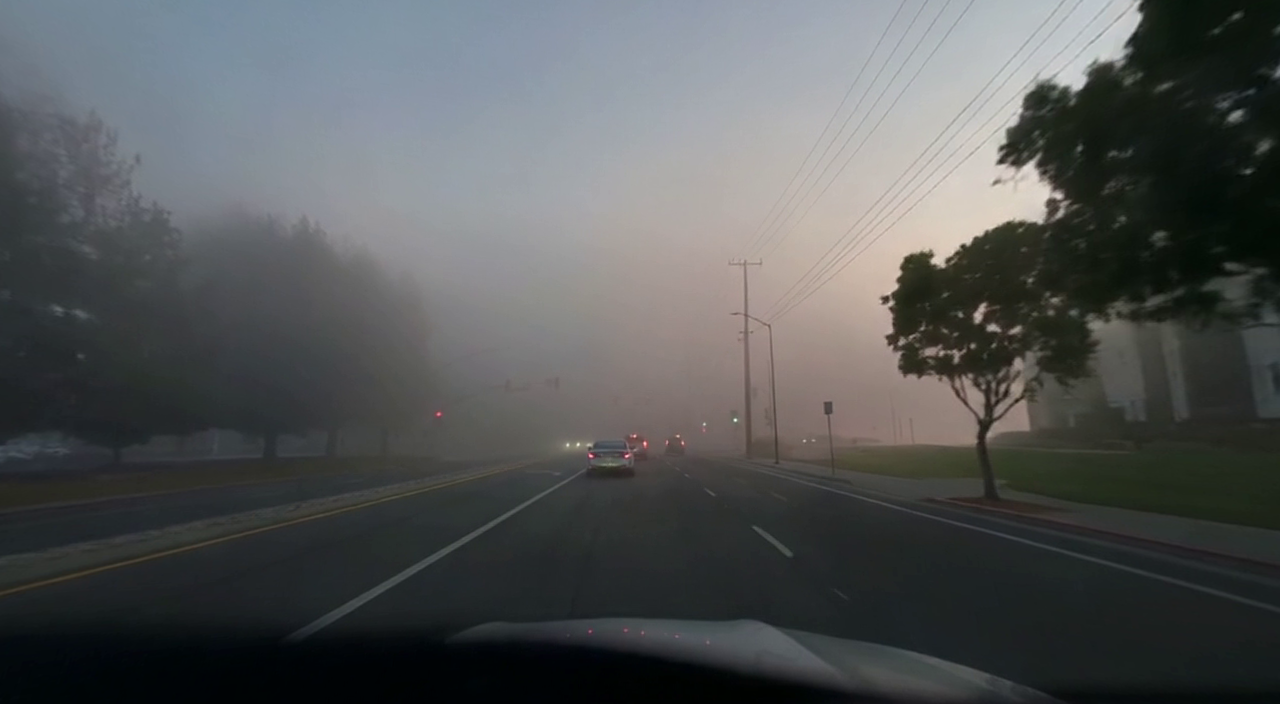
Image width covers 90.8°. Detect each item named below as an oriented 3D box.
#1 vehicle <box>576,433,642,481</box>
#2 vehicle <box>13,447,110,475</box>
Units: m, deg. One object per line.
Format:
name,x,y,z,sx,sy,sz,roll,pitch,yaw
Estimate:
vehicle,-0.989,3.575,21.763,2.075,1.470,3.962,0,-8,-1
vehicle,-38.648,7.254,42.397,2.026,1.701,4.536,-1,-8,4
